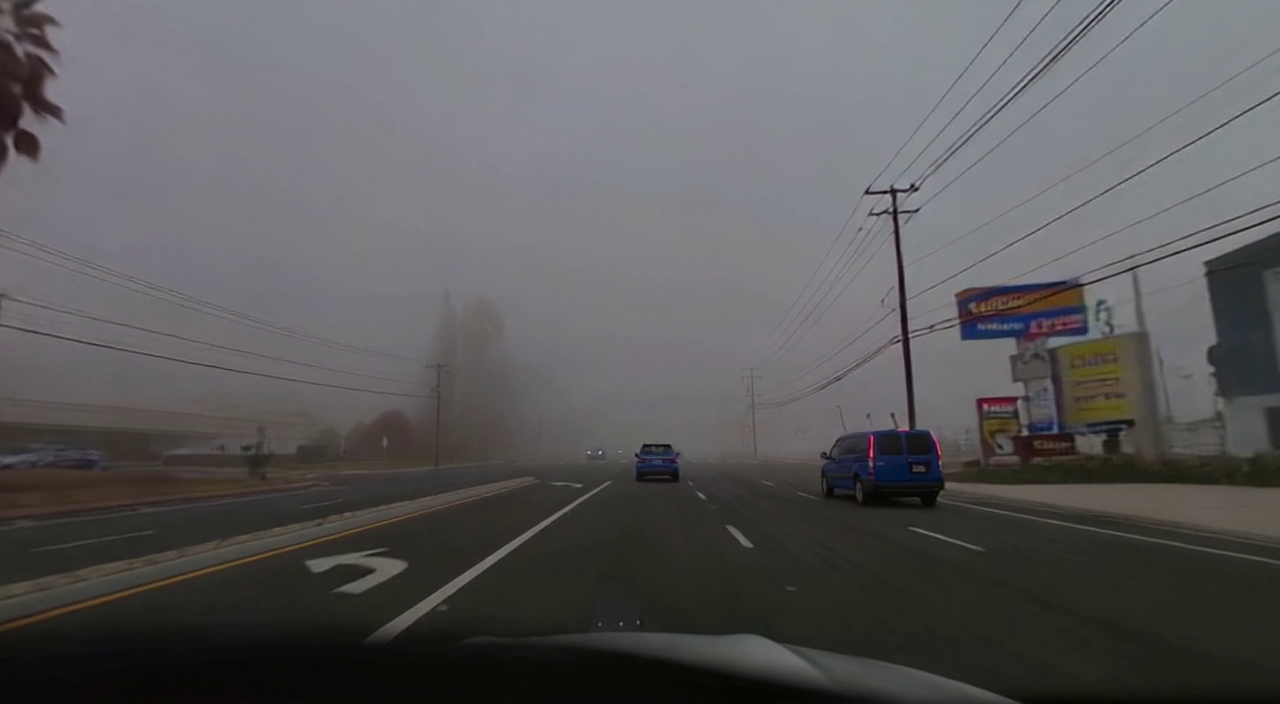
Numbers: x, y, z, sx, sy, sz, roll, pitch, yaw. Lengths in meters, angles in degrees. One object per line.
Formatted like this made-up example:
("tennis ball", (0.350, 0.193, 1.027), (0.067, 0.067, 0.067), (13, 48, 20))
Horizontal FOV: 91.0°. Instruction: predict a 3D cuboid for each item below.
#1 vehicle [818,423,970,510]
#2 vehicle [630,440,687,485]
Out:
("vehicle", (6.333, 2.905, 16.399), (2.107, 1.928, 4.471), (0, -9, 1))
("vehicle", (0.748, 4.510, 26.008), (2.138, 1.672, 4.168), (0, -9, 2))
